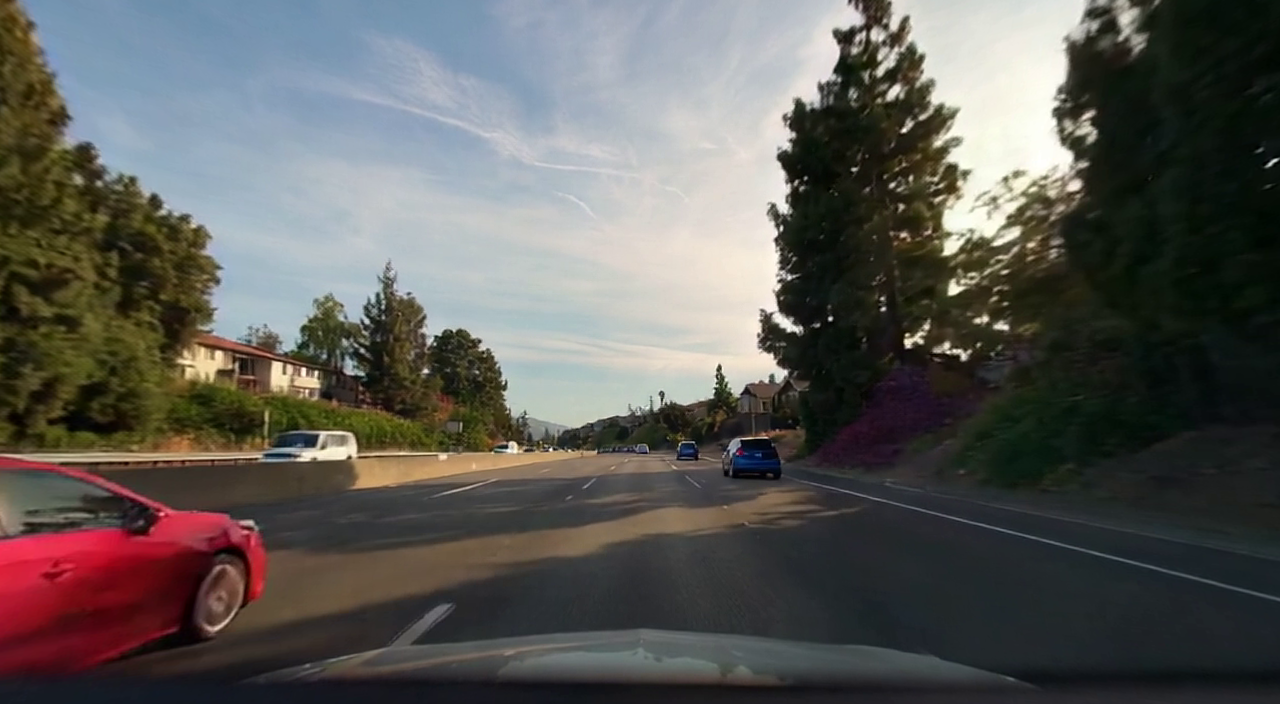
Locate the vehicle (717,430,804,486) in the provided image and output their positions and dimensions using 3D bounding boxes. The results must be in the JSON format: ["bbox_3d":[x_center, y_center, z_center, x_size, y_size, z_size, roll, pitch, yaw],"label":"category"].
[{"bbox_3d":[3.964,3.571,21.470,2.092,1.686,4.188,0,-9,-1],"label":"vehicle"}]

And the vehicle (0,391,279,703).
[{"bbox_3d":[-3.709,0.890,2.360,2.036,1.528,4.400,0,-9,1],"label":"vehicle"}]
